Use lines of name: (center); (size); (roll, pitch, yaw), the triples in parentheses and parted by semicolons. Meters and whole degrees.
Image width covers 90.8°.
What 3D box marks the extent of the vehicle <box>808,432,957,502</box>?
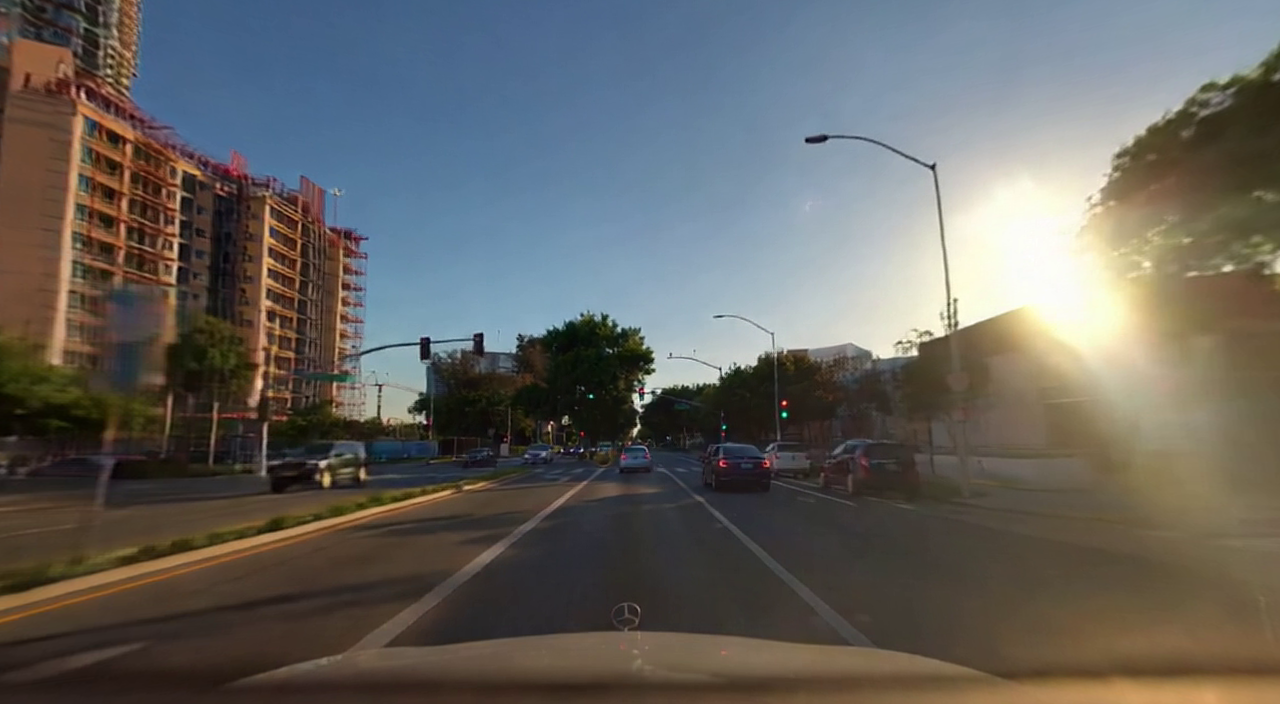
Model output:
vehicle: (7.276, 3.519, 19.809); (2.317, 1.852, 5.530); (0, -9, -2)

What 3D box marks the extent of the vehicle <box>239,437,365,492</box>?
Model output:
vehicle: (-11.912, 3.980, 22.732); (1.975, 1.714, 4.638); (0, -8, 0)

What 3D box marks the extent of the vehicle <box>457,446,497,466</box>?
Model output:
vehicle: (-12.715, 8.103, 49.500); (1.943, 1.473, 4.463); (0, -8, 1)

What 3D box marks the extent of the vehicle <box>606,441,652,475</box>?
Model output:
vehicle: (-0.519, 4.962, 29.697); (2.006, 1.487, 3.535); (0, -8, -1)

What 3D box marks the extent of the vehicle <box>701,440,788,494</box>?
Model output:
vehicle: (3.082, 3.469, 19.478); (1.910, 1.474, 4.003); (0, -8, -2)
